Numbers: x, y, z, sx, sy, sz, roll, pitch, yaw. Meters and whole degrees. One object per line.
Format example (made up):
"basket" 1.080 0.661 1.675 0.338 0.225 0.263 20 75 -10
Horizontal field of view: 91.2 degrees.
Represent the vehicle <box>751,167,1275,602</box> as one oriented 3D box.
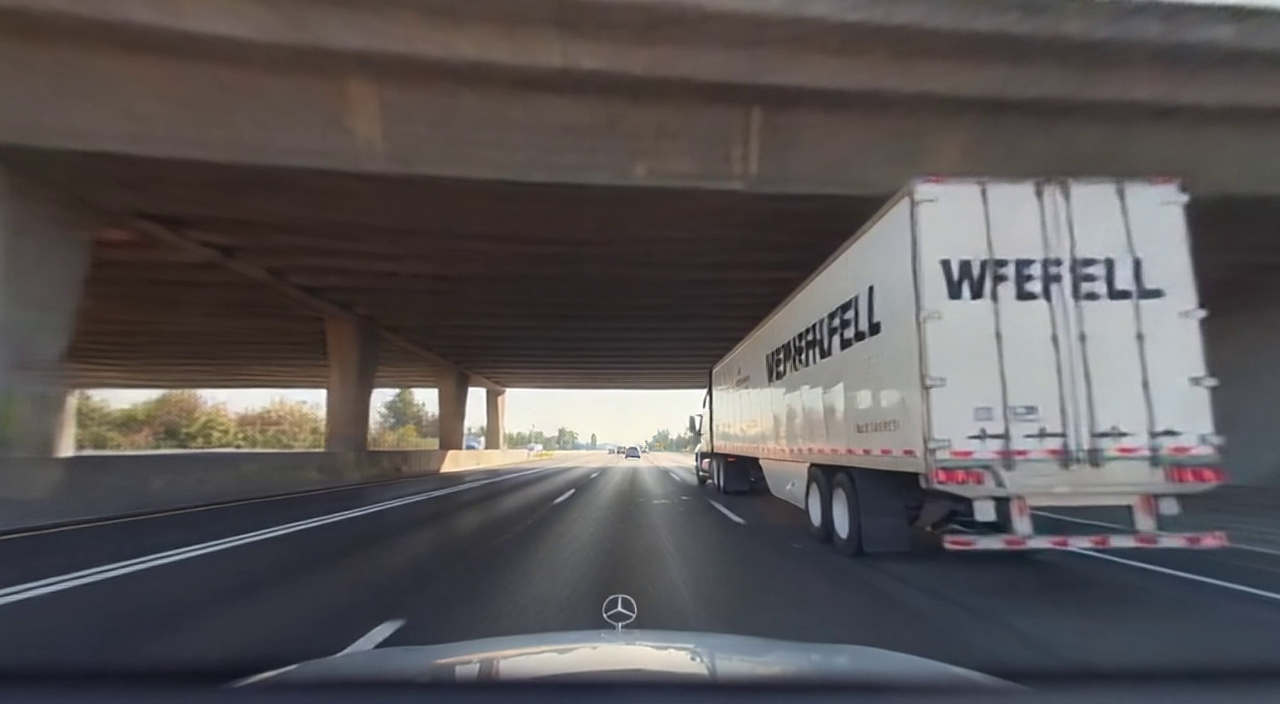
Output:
"vehicle" 4.068 0.856 10.031 2.869 4.013 8.610 0 -9 -1
